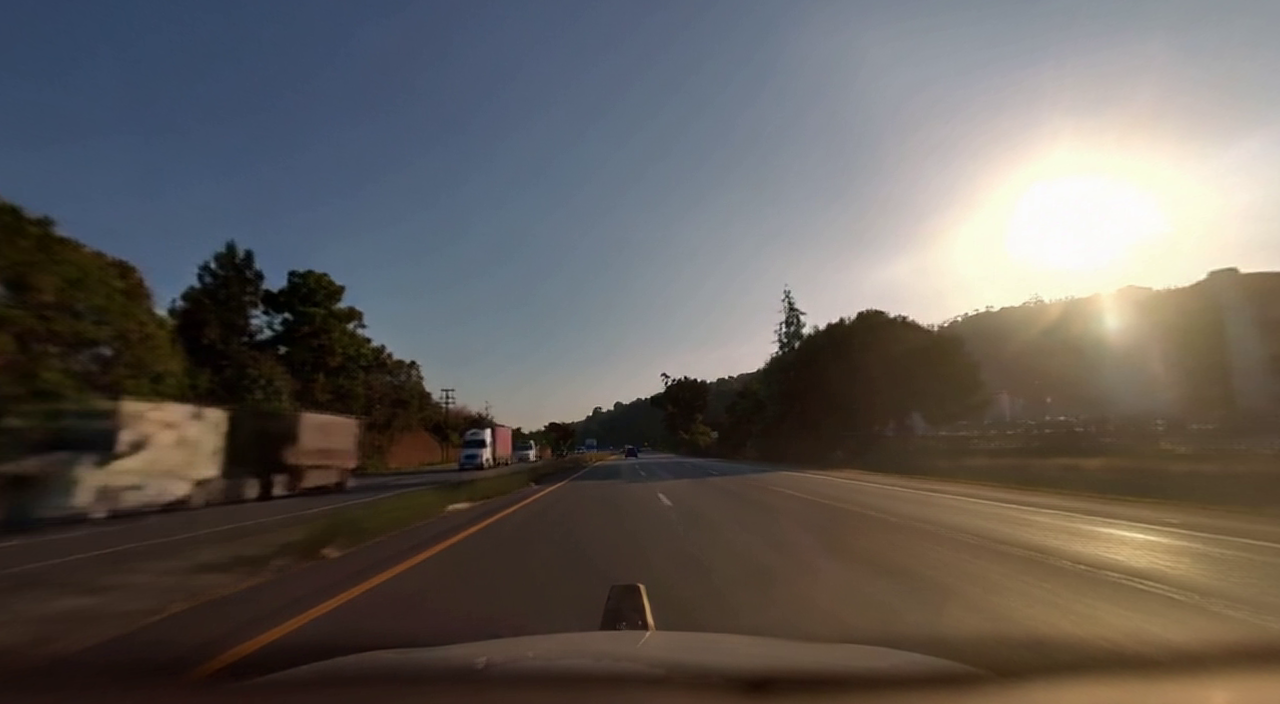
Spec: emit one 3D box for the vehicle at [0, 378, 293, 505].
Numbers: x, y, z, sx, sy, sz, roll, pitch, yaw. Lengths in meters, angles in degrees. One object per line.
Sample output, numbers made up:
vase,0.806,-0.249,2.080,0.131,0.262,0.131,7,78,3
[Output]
vehicle,-17.046,3.332,23.131,2.950,3.611,10.144,0,-9,-1
